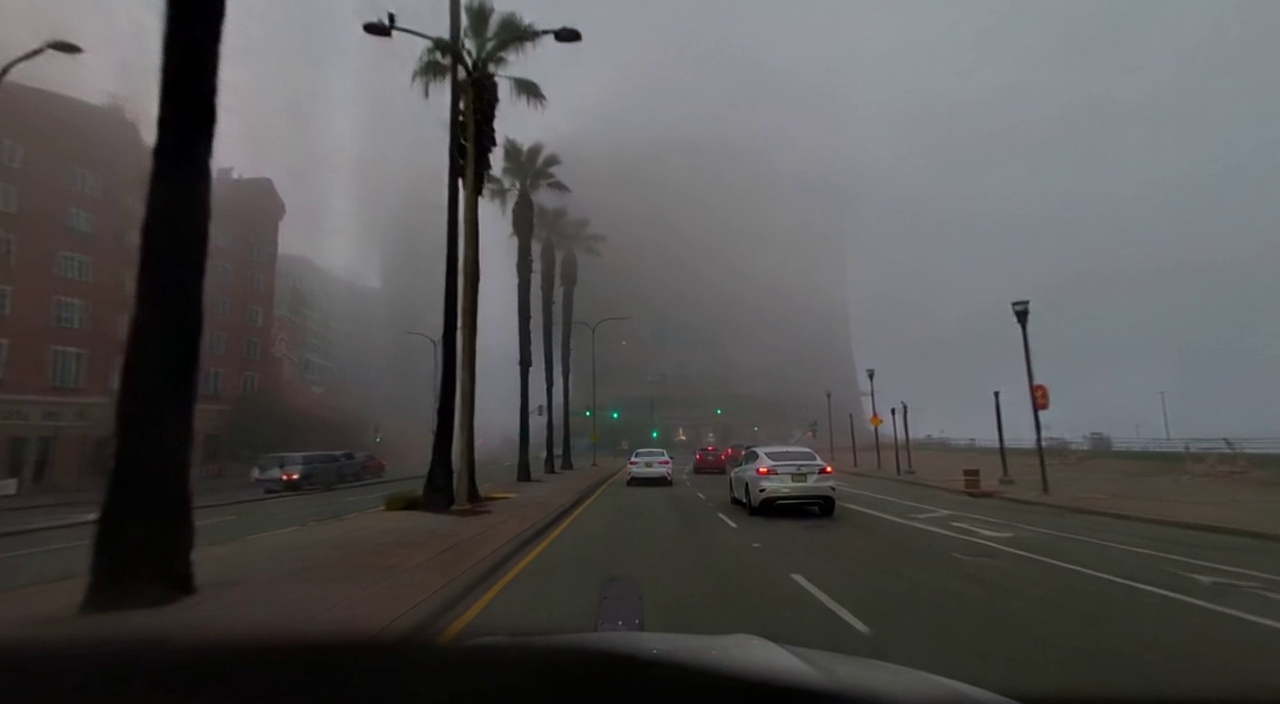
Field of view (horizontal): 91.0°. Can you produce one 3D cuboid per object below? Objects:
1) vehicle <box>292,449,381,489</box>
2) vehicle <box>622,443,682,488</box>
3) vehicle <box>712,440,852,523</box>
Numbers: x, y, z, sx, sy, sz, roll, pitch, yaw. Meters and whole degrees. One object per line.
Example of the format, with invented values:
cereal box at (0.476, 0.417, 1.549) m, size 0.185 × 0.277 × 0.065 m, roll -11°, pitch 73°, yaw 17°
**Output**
vehicle at (-15.516, 5.974, 32.589) m, size 2.048 × 1.830 × 5.136 m, roll -1°, pitch -9°, yaw 0°
vehicle at (0.508, 4.246, 23.829) m, size 2.077 × 1.518 × 3.760 m, roll -1°, pitch -9°, yaw 3°
vehicle at (2.883, 2.761, 14.068) m, size 2.051 × 1.509 × 4.933 m, roll 0°, pitch -9°, yaw 1°
